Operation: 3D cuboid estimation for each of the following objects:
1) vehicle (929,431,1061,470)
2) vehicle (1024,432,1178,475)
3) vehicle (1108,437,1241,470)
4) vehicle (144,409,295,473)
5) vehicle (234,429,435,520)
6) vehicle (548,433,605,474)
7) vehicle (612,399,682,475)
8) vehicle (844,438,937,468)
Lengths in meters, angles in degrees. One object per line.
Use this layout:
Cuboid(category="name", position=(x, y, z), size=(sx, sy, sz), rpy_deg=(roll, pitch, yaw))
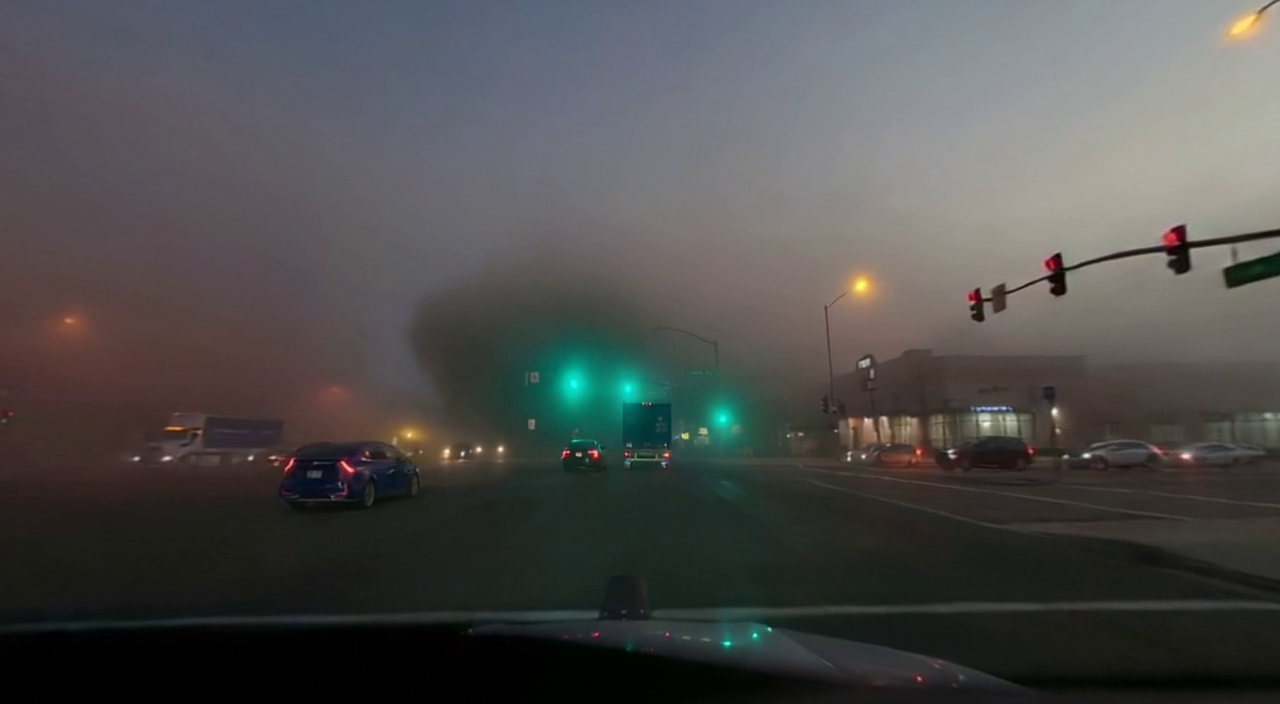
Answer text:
Cuboid(category="vehicle", position=(16.871, 4.713, 30.037), size=(5.039, 1.744, 2.043), rpy_deg=(0, -9, 0))
Cuboid(category="vehicle", position=(19.396, 4.312, 26.581), size=(4.831, 1.529, 1.966), rpy_deg=(-3, -10, 0))
Cuboid(category="vehicle", position=(25.327, 4.832, 29.846), size=(4.506, 1.484, 1.928), rpy_deg=(0, -9, 1))
Cuboid(category="vehicle", position=(-28.505, 6.188, 43.546), size=(2.982, 3.868, 10.493), rpy_deg=(0, -8, 1))
Cuboid(category="vehicle", position=(-6.351, 2.590, 13.845), size=(2.045, 1.630, 4.680), rpy_deg=(0, -8, 0))
Cuboid(category="vehicle", position=(-2.996, 4.911, 30.593), size=(2.178, 1.826, 4.933), rpy_deg=(0, -8, 1))
Cuboid(category="vehicle", position=(0.308, 4.121, 30.284), size=(2.993, 3.235, 6.692), rpy_deg=(0, -8, 0))
Cuboid(category="vehicle", position=(14.600, 5.945, 36.789), size=(4.568, 1.485, 1.936), rpy_deg=(-2, -11, 0))
